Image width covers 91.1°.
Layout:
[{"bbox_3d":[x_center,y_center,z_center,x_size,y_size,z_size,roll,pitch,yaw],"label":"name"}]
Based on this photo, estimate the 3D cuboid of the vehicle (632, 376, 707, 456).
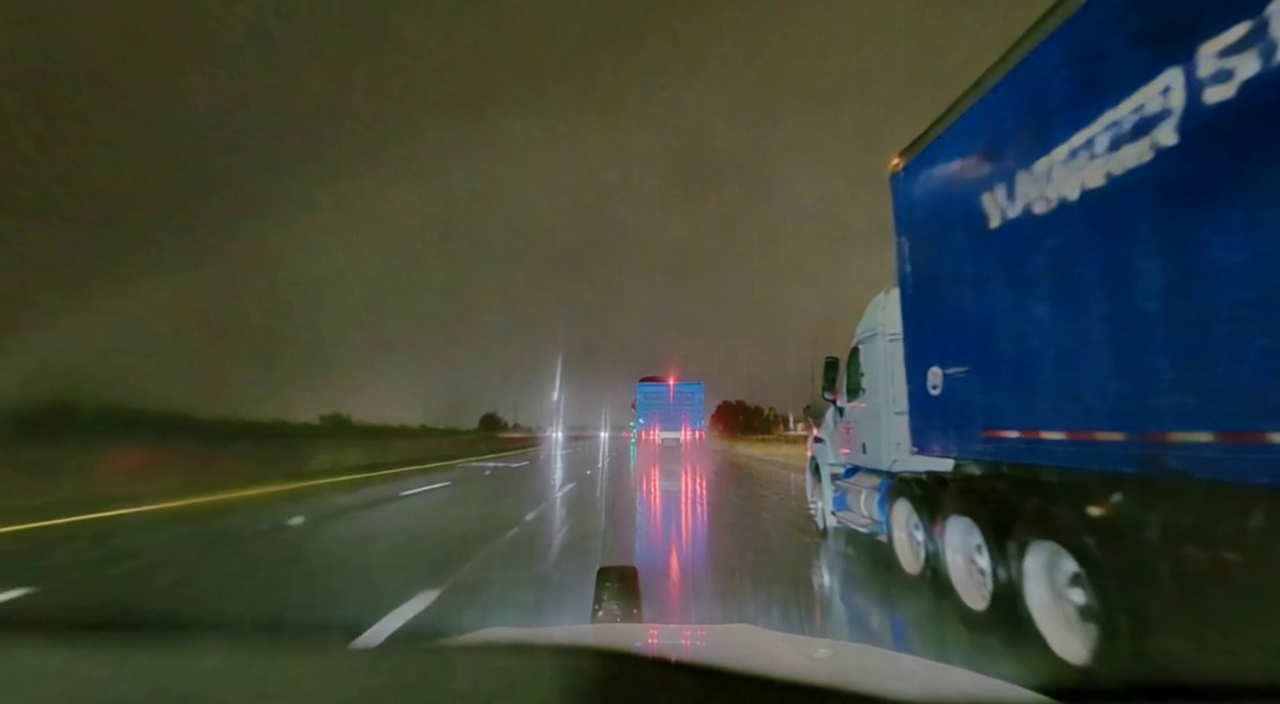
[{"bbox_3d":[1.517,3.785,35.414,3.446,3.698,12.089,-1,-8,1],"label":"vehicle"}]
